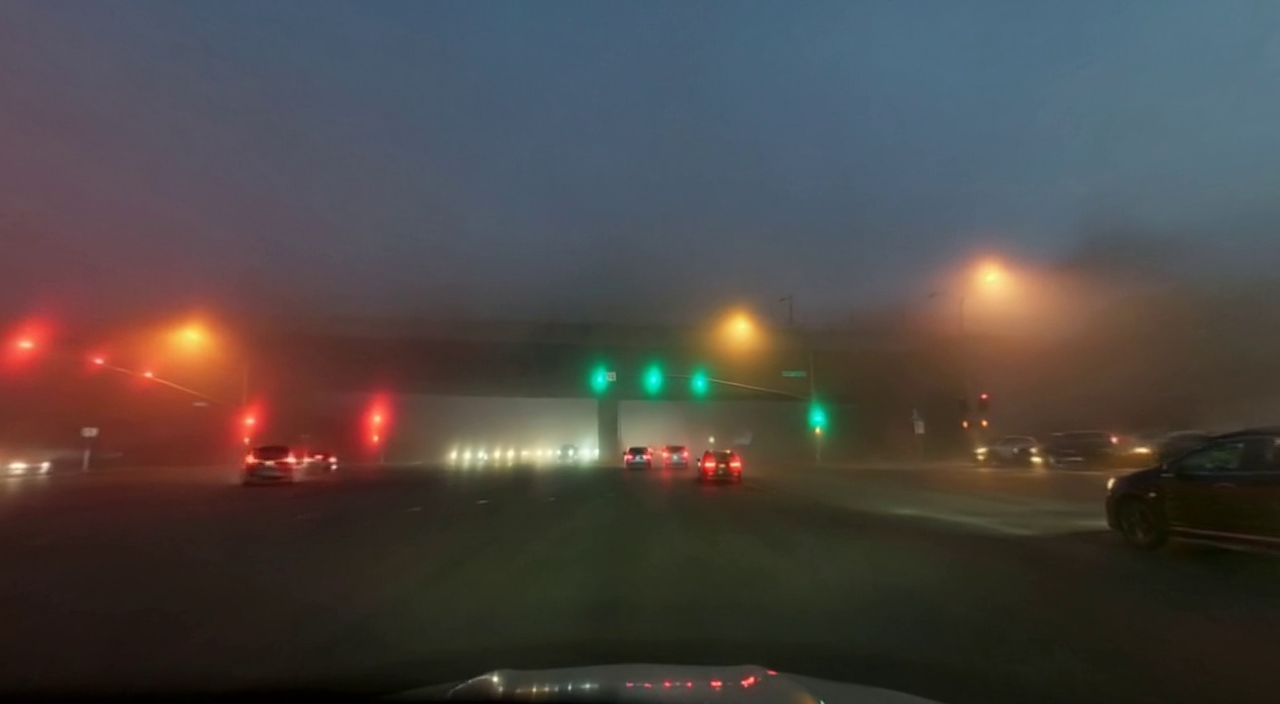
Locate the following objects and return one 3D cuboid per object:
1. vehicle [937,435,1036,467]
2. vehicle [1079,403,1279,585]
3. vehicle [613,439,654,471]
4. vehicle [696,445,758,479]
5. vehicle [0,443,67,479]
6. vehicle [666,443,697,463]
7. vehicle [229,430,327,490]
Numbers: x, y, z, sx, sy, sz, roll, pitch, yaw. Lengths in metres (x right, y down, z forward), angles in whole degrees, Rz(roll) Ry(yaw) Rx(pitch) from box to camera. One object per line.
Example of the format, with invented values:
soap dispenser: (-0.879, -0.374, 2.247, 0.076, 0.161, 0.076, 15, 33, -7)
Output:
vehicle: (20.245, 5.863, 36.915, 4.638, 1.694, 2.079, -5, -12, 19)
vehicle: (6.847, 1.376, 6.222, 1.964, 1.647, 4.114, 0, -9, 0)
vehicle: (-0.354, 5.764, 35.313, 2.172, 1.694, 4.055, 0, -9, 0)
vehicle: (3.815, 4.900, 28.311, 2.156, 1.404, 4.120, 0, -9, -1)
vehicle: (-34.738, 5.947, 34.412, 5.302, 1.847, 2.233, -2, -9, 16)
vehicle: (3.284, 8.050, 49.968, 2.119, 1.509, 4.495, 0, -9, 0)
vehicle: (-14.240, 4.145, 24.519, 2.485, 2.012, 5.498, 7, -11, -37)
